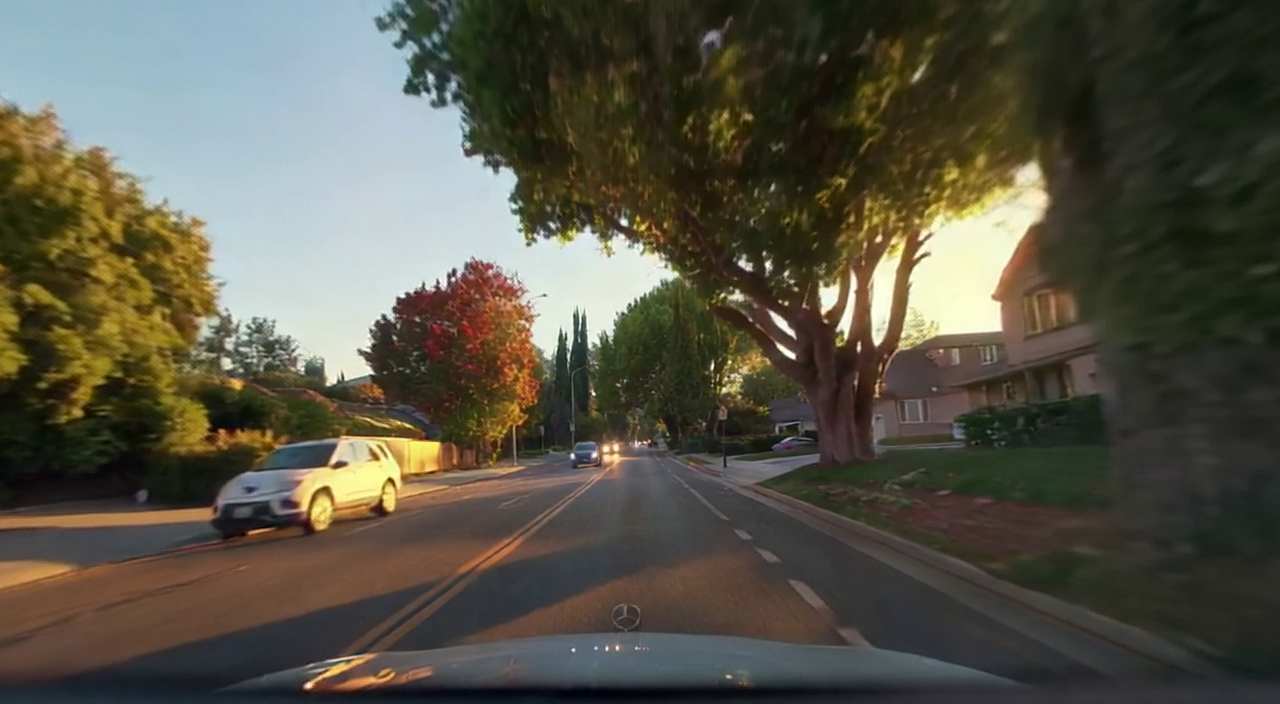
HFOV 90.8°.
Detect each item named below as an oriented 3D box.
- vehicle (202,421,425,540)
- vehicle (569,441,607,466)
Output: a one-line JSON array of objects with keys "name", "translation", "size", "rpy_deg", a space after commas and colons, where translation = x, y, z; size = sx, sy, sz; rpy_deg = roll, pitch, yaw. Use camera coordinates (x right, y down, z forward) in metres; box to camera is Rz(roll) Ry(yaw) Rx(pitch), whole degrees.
[{"name": "vehicle", "translation": [-6.545, 2.621, 13.565], "size": [2.176, 1.885, 5.174], "rpy_deg": [-4, -9, -2]}, {"name": "vehicle", "translation": [-3.382, 6.641, 41.669], "size": [2.074, 1.527, 4.438], "rpy_deg": [0, -8, 1]}]
